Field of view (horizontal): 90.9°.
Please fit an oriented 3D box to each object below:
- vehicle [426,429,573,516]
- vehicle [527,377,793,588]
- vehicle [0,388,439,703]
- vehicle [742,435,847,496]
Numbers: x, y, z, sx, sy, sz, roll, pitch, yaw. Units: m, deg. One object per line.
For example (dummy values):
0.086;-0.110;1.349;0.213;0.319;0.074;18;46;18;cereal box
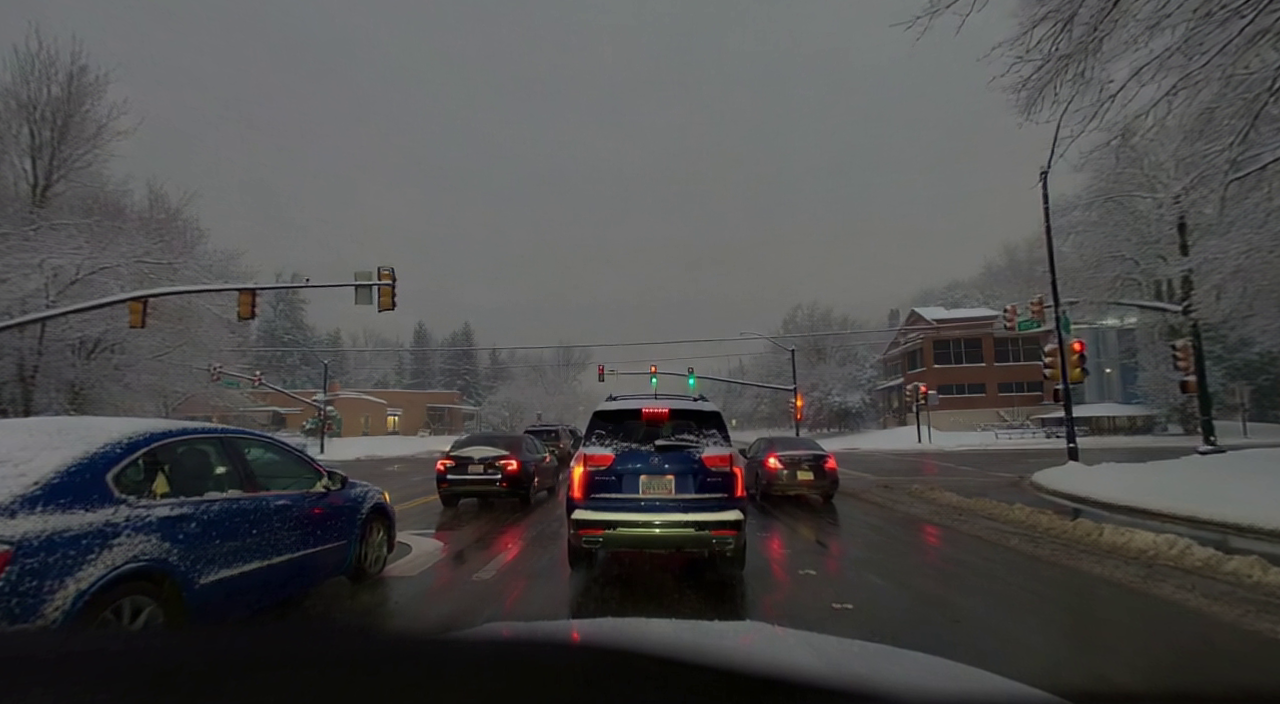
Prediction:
-2.685;2.397;13.096;1.851;1.502;4.042;0;-8;4;vehicle
0.216;1.446;7.733;2.300;1.832;4.331;0;-8;1;vehicle
-3.215;1.201;4.434;1.958;1.494;4.624;0;-8;2;vehicle
4.118;3.081;17.510;1.979;1.453;4.011;0;-8;1;vehicle
